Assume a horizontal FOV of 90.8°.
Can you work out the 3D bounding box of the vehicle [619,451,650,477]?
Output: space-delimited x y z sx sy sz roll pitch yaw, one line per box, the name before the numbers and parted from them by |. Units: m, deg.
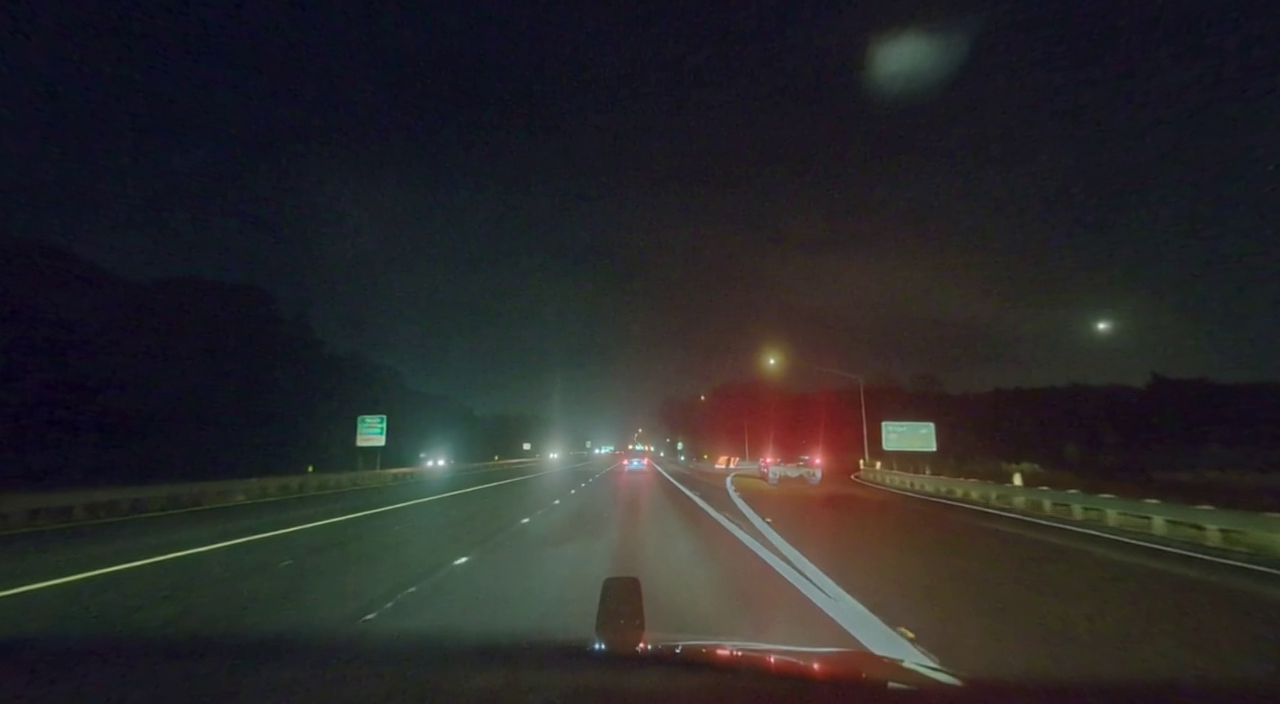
vehicle | -0.274 6.568 37.193 1.695 1.437 3.506 0 -9 1
